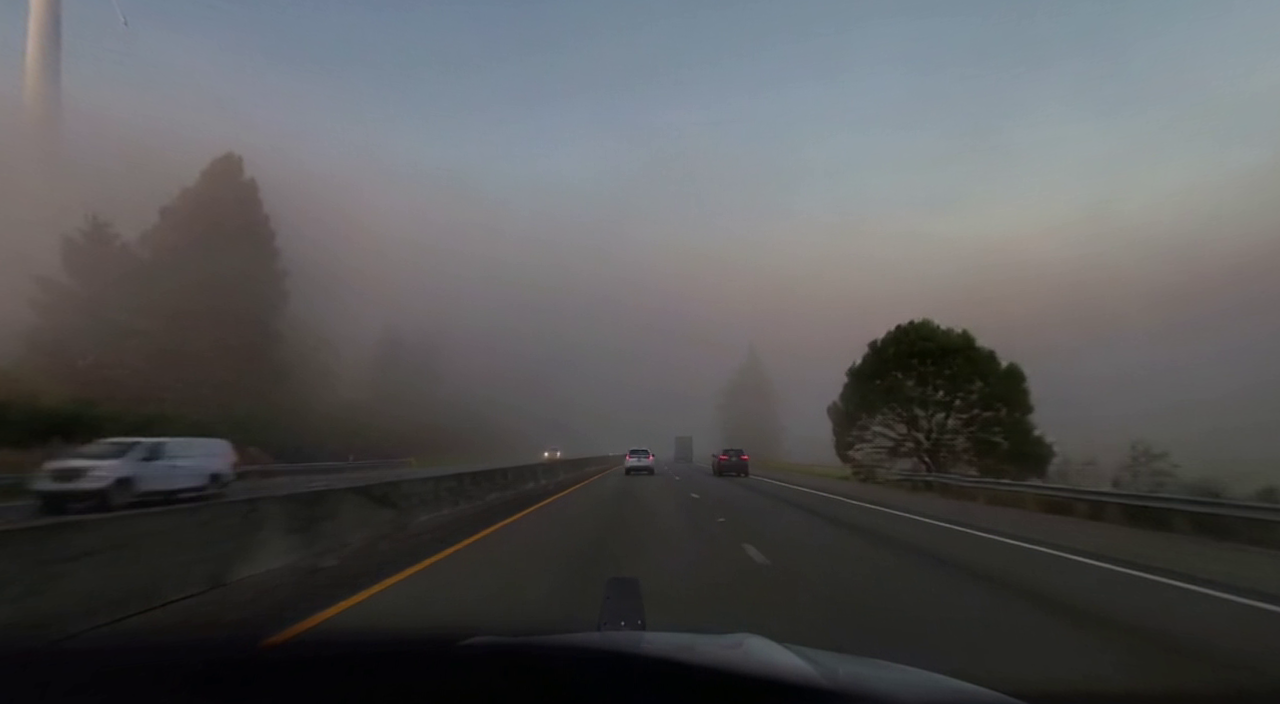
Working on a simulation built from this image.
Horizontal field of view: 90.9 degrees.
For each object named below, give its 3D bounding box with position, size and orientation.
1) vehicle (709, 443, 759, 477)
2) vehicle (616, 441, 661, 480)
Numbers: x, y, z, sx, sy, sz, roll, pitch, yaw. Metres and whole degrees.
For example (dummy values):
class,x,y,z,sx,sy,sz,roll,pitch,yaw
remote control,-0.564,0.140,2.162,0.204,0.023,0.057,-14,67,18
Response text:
class,x,y,z,sx,sy,sz,roll,pitch,yaw
vehicle,5.047,5.862,34.434,2.040,1.721,4.507,0,-9,1
vehicle,-0.045,5.194,30.466,2.038,1.723,4.150,0,-9,0
